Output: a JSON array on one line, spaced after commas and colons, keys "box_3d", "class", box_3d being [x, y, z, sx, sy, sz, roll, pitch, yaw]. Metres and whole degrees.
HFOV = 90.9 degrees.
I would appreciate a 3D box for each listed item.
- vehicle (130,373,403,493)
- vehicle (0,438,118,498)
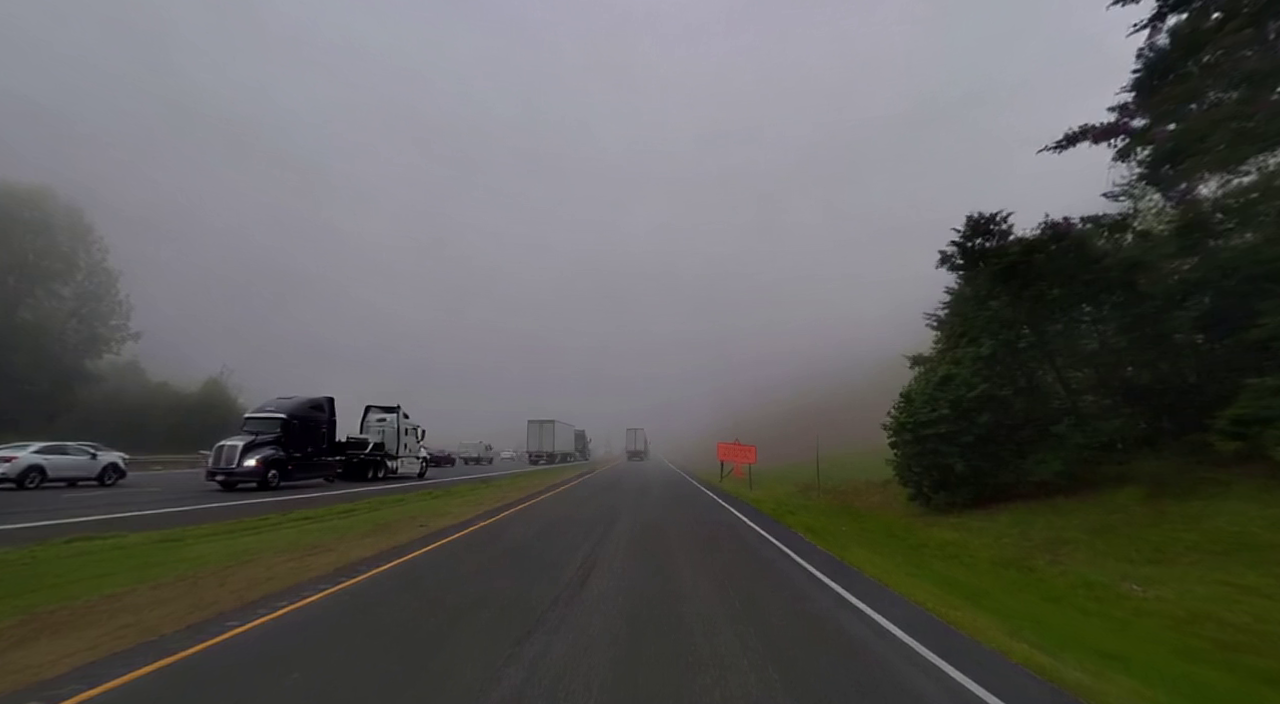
[{"box_3d": [-13.481, 3.332, 24.837, 2.745, 3.617, 11.590, -1, -9, 5], "class": "vehicle"}, {"box_3d": [-18.107, 3.359, 18.414, 1.856, 1.628, 4.109, -1, -9, 7], "class": "vehicle"}]
